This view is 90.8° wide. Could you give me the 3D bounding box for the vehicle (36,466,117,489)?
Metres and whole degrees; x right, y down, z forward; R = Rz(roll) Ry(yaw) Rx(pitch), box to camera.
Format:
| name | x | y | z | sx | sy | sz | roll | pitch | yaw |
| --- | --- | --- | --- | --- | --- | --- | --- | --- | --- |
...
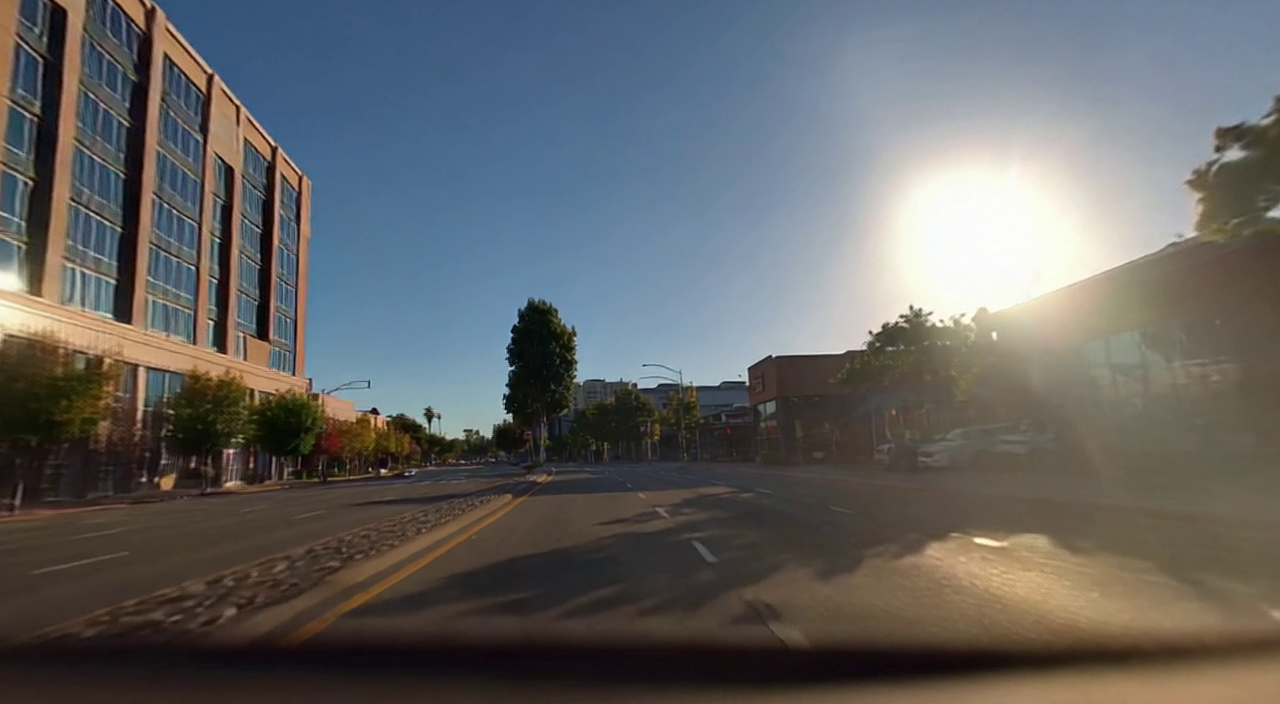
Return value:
| name | x | y | z | sx | sy | sz | roll | pitch | yaw |
| --- | --- | --- | --- | --- | --- | --- | --- | --- | --- |
| vehicle | -41.373 | 9.172 | 46.467 | 3.994 | 1.491 | 1.730 | 4 | -9 | -26 |
